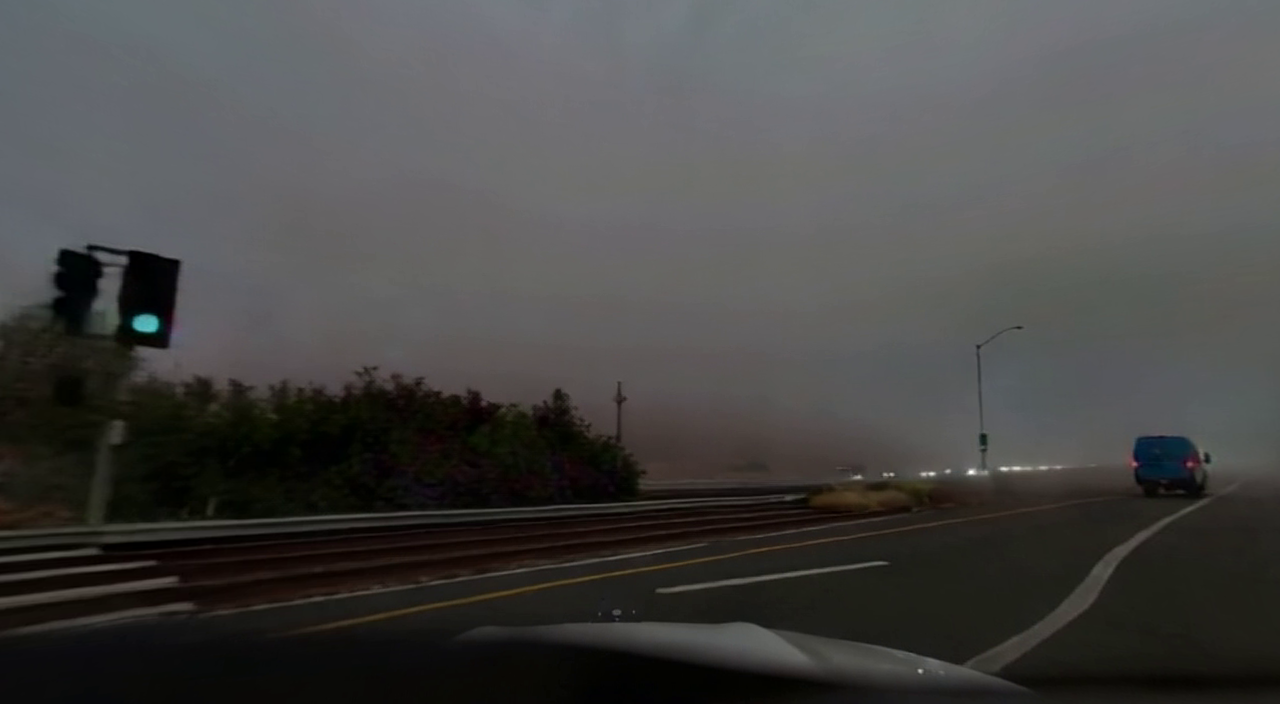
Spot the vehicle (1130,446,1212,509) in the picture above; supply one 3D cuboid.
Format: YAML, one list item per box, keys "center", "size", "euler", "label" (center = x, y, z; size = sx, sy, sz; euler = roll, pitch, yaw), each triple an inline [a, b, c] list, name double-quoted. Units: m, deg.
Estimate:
- center: [27.889, 6.511, 33.130]
  size: [4.180, 3.020, 2.606]
  euler: [11, -14, -44]
  label: "vehicle"
